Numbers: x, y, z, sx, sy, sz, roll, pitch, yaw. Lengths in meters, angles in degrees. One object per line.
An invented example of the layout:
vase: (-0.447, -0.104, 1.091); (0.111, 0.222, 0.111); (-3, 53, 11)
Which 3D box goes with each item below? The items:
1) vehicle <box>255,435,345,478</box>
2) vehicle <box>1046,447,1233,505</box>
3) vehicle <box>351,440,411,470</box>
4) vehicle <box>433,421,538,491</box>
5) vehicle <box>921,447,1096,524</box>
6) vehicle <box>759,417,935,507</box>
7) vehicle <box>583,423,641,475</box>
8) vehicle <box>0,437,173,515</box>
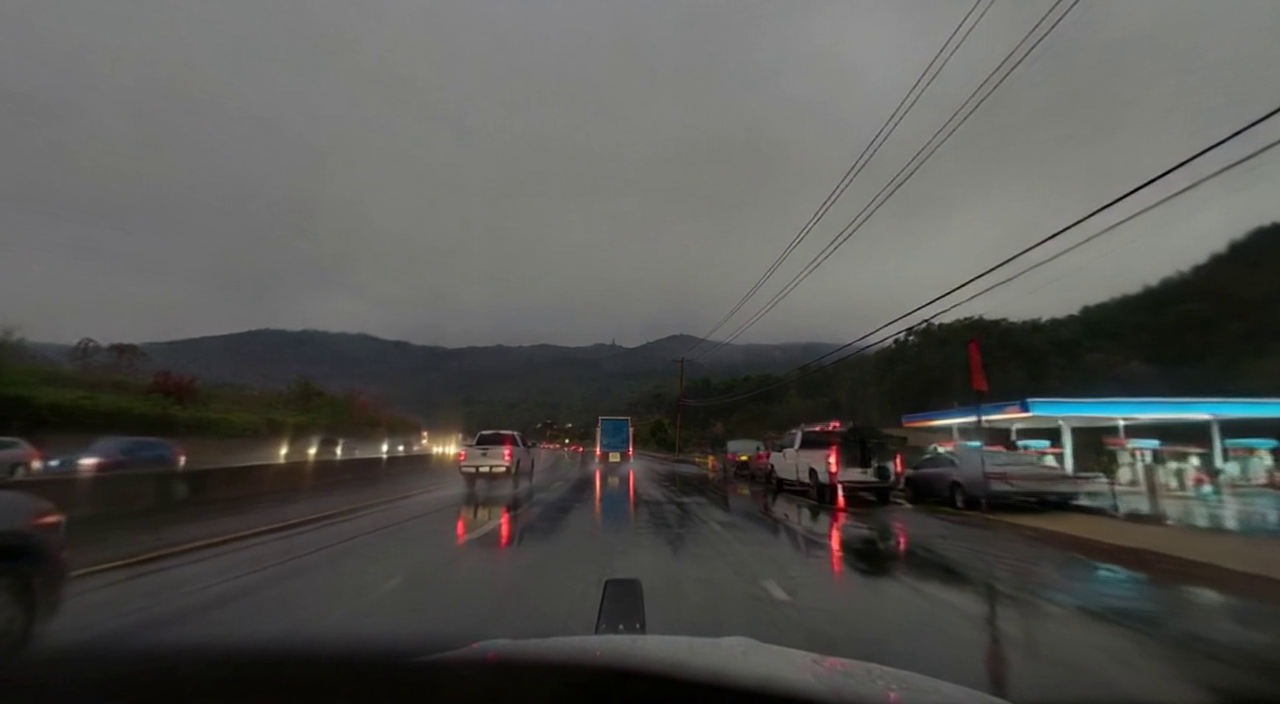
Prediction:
vehicle: (-14.317, 4.420, 26.896); (1.817, 1.670, 3.890); (0, -8, -3)
vehicle: (17.258, 4.231, 22.227); (1.986, 1.771, 4.809); (2, -9, -14)
vehicle: (-14.830, 5.885, 36.434); (1.930, 1.591, 4.408); (1, -8, -5)
vehicle: (-4.965, 3.447, 21.323); (2.345, 2.012, 5.693); (0, -8, -3)
vehicle: (9.207, 3.319, 16.292); (1.933, 1.480, 4.249); (2, -6, -1)
vehicle: (5.755, 3.204, 18.943); (2.706, 2.199, 6.527); (0, -8, -4)
vehicle: (-1.457, 4.648, 30.439); (2.486, 2.280, 5.291); (1, -8, -5)
vehicle: (-13.165, 2.686, 14.248); (1.888, 1.456, 4.537); (0, -8, -2)
